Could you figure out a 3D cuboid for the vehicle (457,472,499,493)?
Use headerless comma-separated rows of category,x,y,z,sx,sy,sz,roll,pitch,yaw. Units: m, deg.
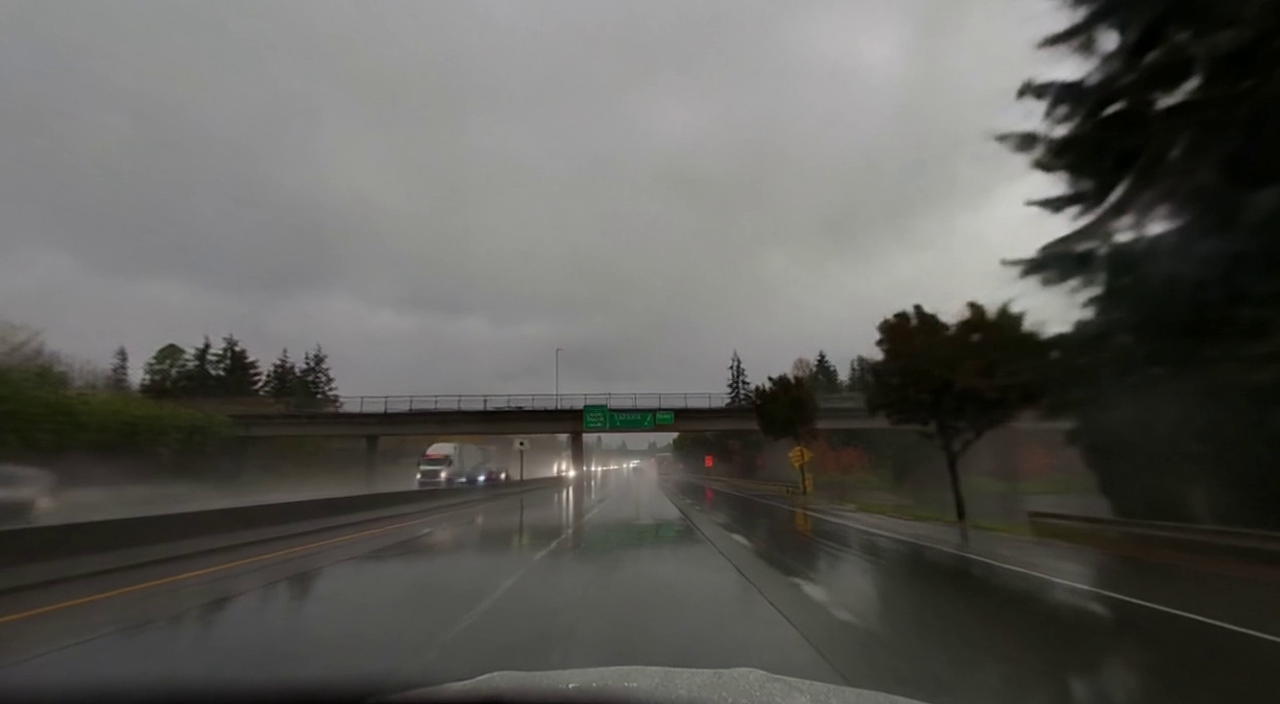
vehicle,-12.072,9.745,47.320,1.925,1.436,4.717,1,-10,0
